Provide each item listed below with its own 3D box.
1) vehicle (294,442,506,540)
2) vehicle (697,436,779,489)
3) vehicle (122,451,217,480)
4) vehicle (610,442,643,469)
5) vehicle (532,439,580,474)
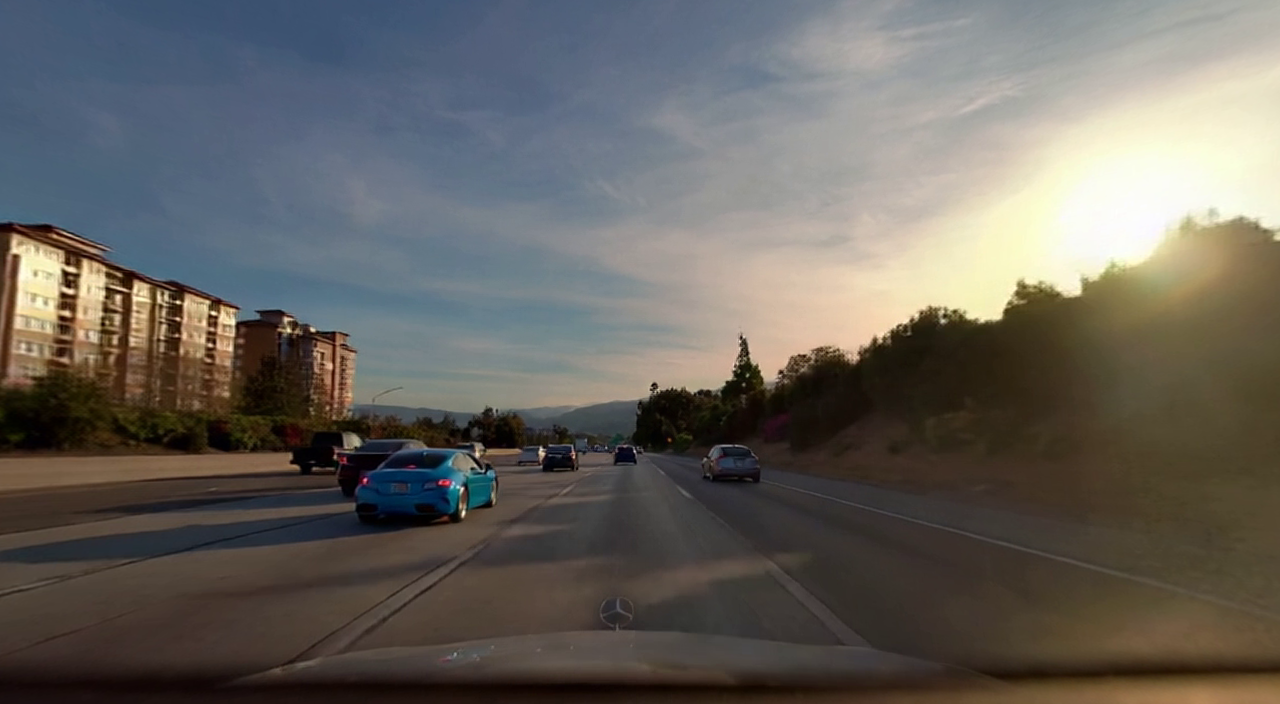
[{"bbox_3d":[-4.027,2.398,11.613,2.124,1.426,4.444,0,-8,0],"label":"vehicle"},{"bbox_3d":[3.314,3.842,22.314,2.061,1.658,4.417,0,-8,-2],"label":"vehicle"},{"bbox_3d":[-26.153,6.287,35.352,1.816,1.457,4.598,0,-8,0],"label":"vehicle"},{"bbox_3d":[-0.870,6.732,41.218,2.053,1.650,3.945,0,-8,-1],"label":"vehicle"},{"bbox_3d":[-4.514,5.645,34.452,2.044,1.774,4.329,0,-8,-1],"label":"vehicle"}]
